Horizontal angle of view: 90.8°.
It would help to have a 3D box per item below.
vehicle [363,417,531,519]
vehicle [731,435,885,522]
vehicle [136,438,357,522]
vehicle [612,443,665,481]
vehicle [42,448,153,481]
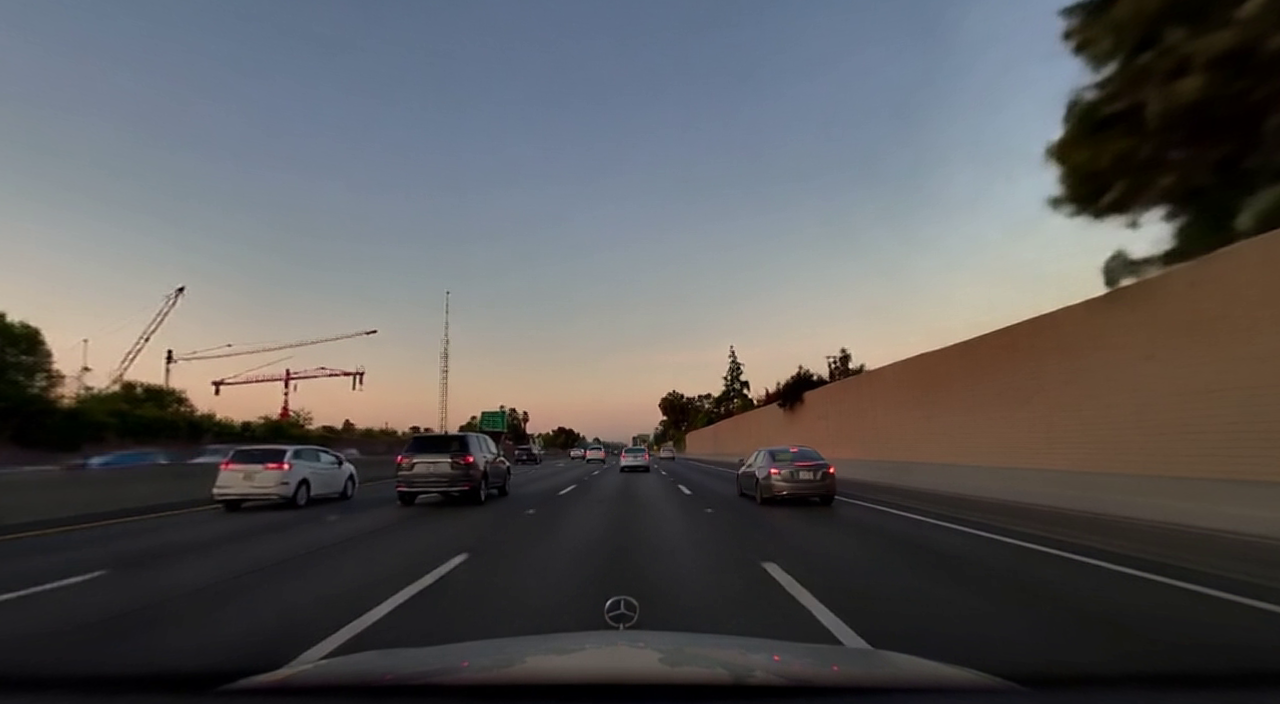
[{"bbox_3d":[-3.767,2.357,13.290,2.121,1.775,4.335,0,-8,0],"label":"vehicle"},{"bbox_3d":[3.289,2.558,13.413,1.917,1.507,4.540,0,-8,-1],"label":"vehicle"},{"bbox_3d":[-8.018,2.605,13.490,1.908,1.476,4.342,0,-8,0],"label":"vehicle"},{"bbox_3d":[-0.097,4.580,26.656,2.045,1.452,4.040,0,-8,-1],"label":"vehicle"},{"bbox_3d":[-30.794,6.373,36.111,1.961,1.695,4.880,0,-8,0],"label":"vehicle"}]
